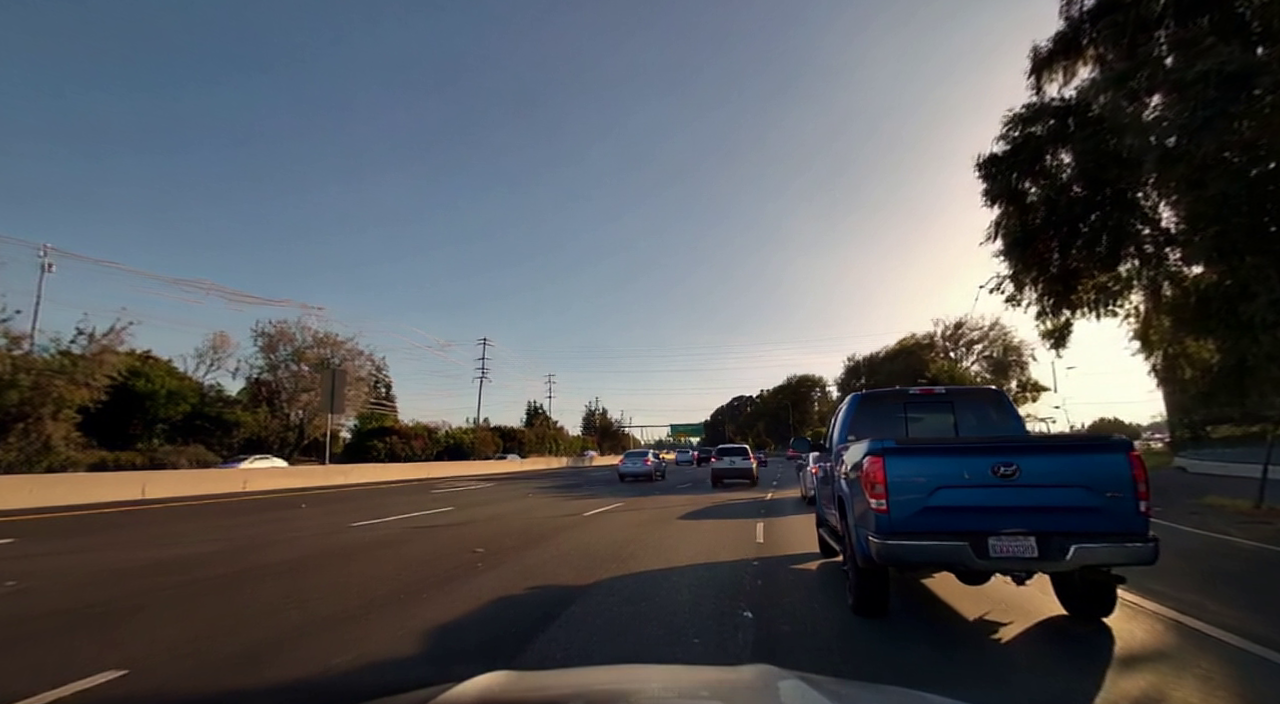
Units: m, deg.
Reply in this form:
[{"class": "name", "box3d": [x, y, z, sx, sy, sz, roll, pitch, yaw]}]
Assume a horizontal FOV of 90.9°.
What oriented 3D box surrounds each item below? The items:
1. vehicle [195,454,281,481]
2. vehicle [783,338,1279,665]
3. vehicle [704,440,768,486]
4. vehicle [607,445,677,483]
[{"class": "vehicle", "box3d": [-25.146, 7.204, 39.639, 1.916, 1.539, 4.328, -2, -9, 13]}, {"class": "vehicle", "box3d": [3.423, 1.471, 7.761, 3.024, 2.092, 6.797, -2, -9, 14]}, {"class": "vehicle", "box3d": [3.974, 4.432, 25.600, 2.080, 1.682, 4.150, -2, -9, 14]}, {"class": "vehicle", "box3d": [0.197, 4.865, 27.714, 2.119, 1.478, 4.644, -2, -8, 13]}]
